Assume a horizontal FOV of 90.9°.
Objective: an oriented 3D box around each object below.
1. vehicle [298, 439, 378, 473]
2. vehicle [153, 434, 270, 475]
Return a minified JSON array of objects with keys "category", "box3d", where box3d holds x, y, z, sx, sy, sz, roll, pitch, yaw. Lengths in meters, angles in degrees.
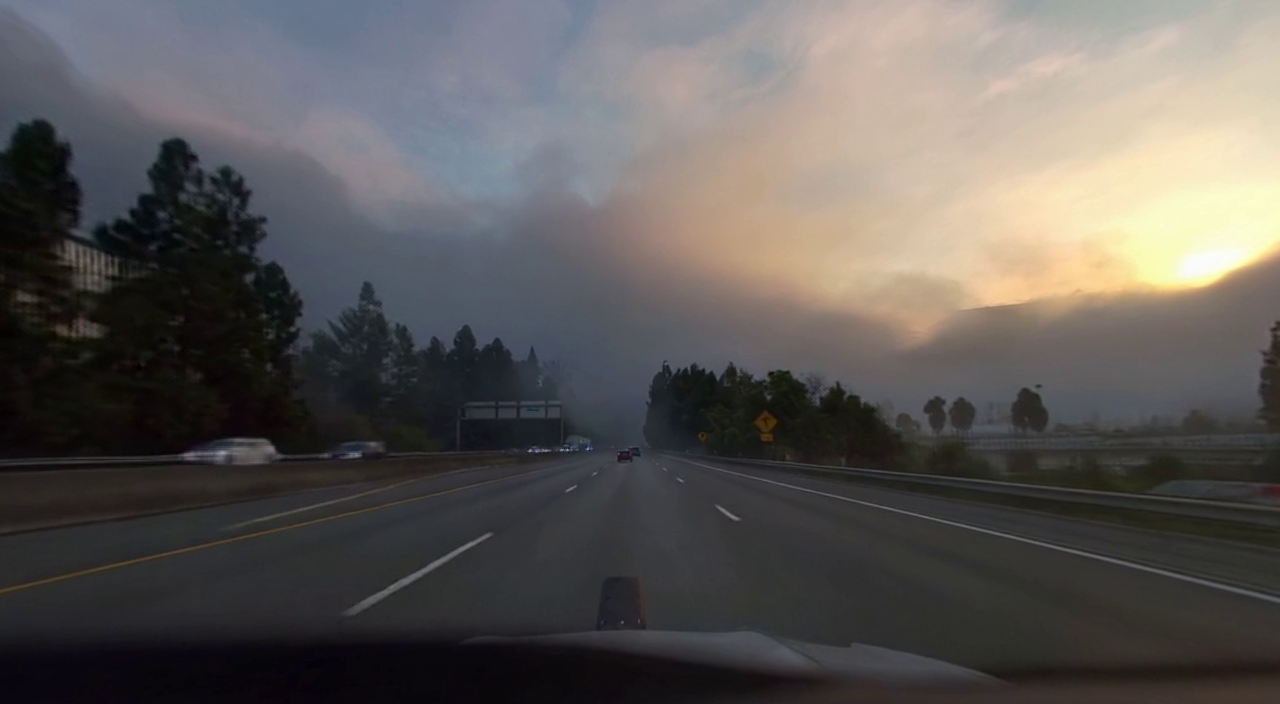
[{"category":"vehicle","box3d":[-14.425,4.993,30.388,1.901,1.462,3.936,0,-9,0]},{"category":"vehicle","box3d":[-18.749,4.518,27.866,2.147,1.616,4.226,0,-9,0]}]
